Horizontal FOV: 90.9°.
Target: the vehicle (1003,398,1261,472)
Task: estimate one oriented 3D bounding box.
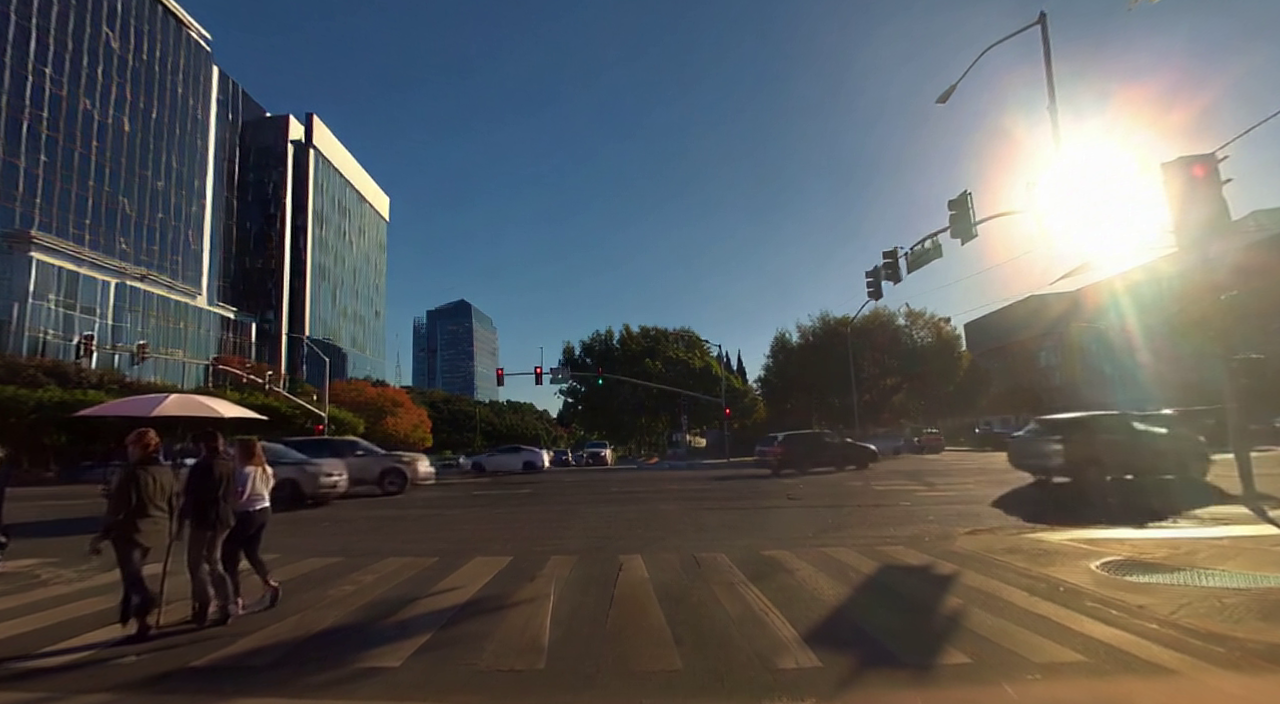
[{"bbox_3d":[12.434,2.178,16.284,4.673,1.740,2.150,-1,-9,6],"label":"vehicle"}]

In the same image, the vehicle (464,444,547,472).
[{"bbox_3d":[-7.816,6.172,36.833,4.397,1.582,1.820,-1,-9,6],"label":"vehicle"}]

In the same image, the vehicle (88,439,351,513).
[{"bbox_3d":[-9.403,2.775,14.317,4.808,1.517,1.806,-1,-9,6],"label":"vehicle"}]

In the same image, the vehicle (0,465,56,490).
[{"bbox_3d":[-40.513,8.021,40.201,4.785,1.472,1.799,-1,-9,4],"label":"vehicle"}]

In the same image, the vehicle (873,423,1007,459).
[{"bbox_3d":[13.035,3.915,27.650,4.906,1.485,1.857,-1,-9,7],"label":"vehicle"}]

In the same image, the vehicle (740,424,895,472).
[{"bbox_3d":[5.705,3.169,20.780,4.606,1.479,1.821,-1,-9,6],"label":"vehicle"}]
